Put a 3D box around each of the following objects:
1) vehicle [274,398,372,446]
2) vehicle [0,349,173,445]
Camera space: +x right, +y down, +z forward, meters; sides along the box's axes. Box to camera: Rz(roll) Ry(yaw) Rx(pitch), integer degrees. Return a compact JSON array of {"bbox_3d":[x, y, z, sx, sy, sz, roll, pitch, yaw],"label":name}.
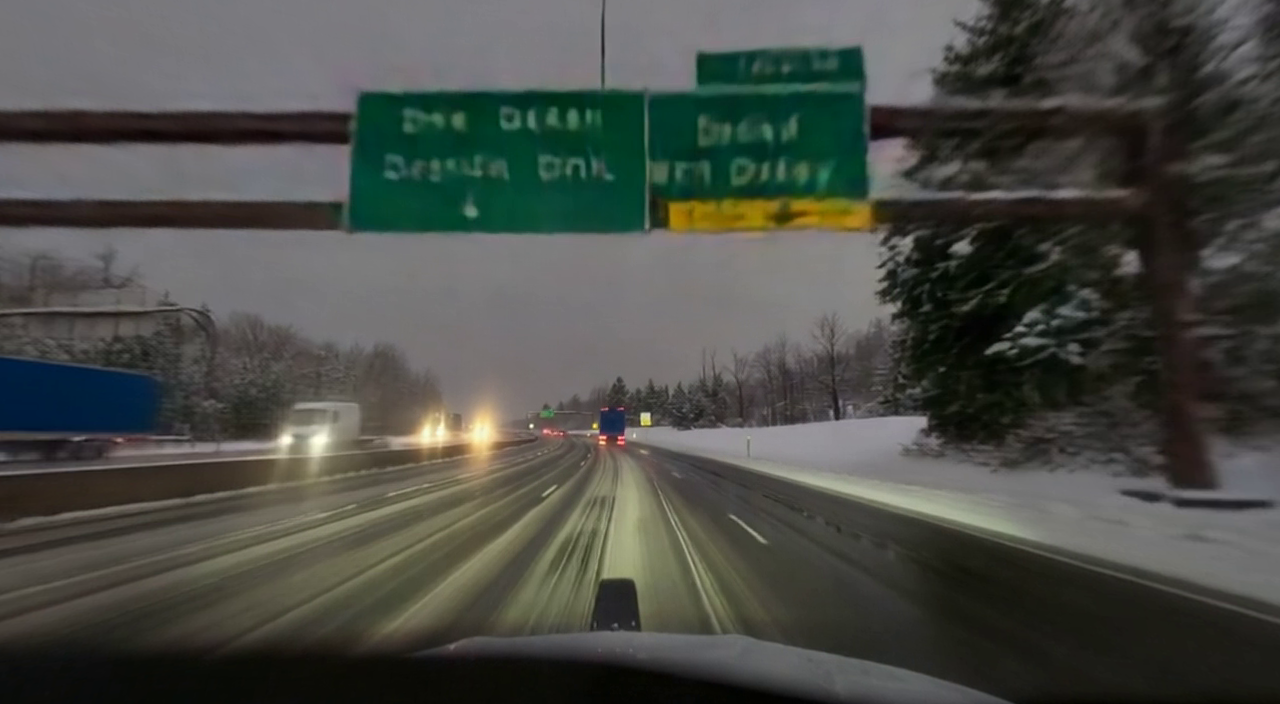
[{"bbox_3d":[-17.330,3.966,34.974,2.197,2.403,6.709,0,-8,-3],"label":"vehicle"},{"bbox_3d":[-24.981,2.239,27.627,2.879,3.613,8.128,0,-8,-2],"label":"vehicle"}]
